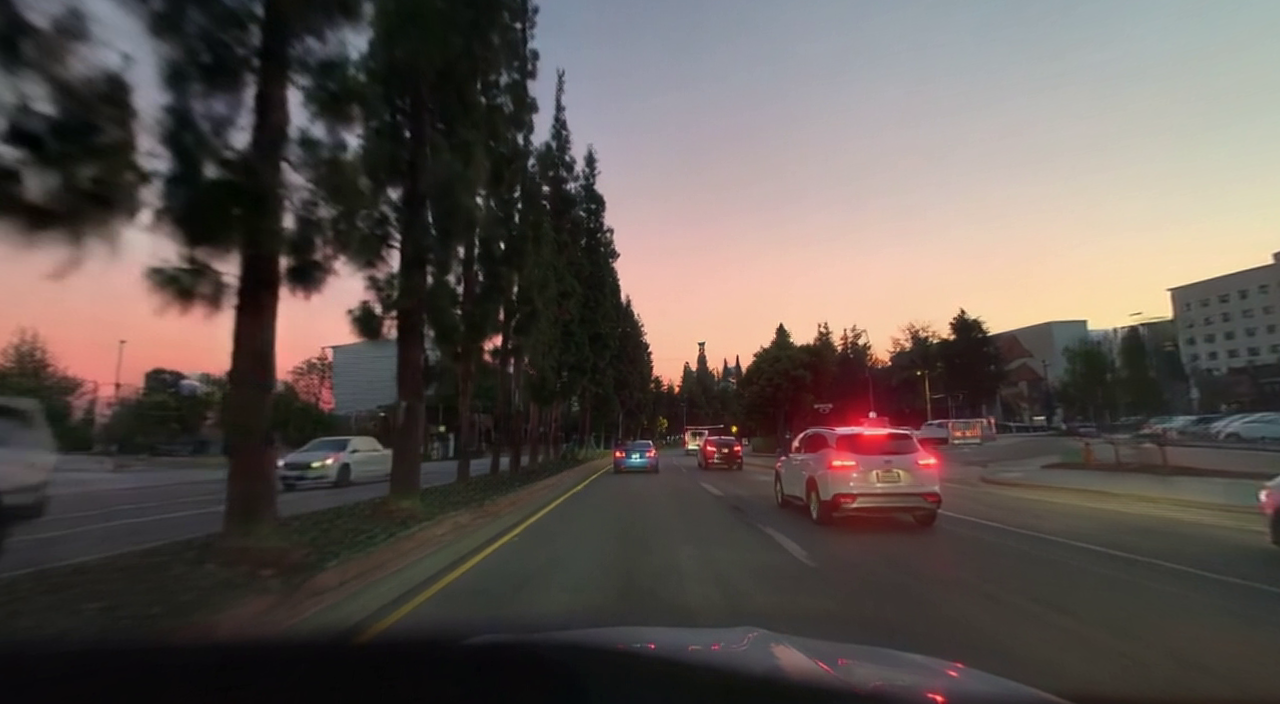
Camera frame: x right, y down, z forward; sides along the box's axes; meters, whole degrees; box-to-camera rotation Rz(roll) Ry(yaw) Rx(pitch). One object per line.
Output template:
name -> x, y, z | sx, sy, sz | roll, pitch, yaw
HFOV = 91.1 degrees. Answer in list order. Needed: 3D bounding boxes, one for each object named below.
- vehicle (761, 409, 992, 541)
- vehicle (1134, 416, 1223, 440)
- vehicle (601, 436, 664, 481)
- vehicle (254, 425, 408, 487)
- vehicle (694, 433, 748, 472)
vehicle -> 3.524, 1.940, 10.461 | 2.130, 1.718, 4.310 | 0, -9, 0
vehicle -> 34.752, 4.968, 40.663 | 1.797, 1.452, 4.453 | 0, -9, 0
vehicle -> -0.231, 3.904, 23.198 | 2.111, 1.506, 4.018 | 0, -9, 0
vehicle -> -11.568, 3.994, 24.370 | 2.494, 2.052, 6.719 | 0, -9, 1
vehicle -> 3.845, 4.883, 30.564 | 1.982, 1.709, 4.427 | 0, -9, -1
